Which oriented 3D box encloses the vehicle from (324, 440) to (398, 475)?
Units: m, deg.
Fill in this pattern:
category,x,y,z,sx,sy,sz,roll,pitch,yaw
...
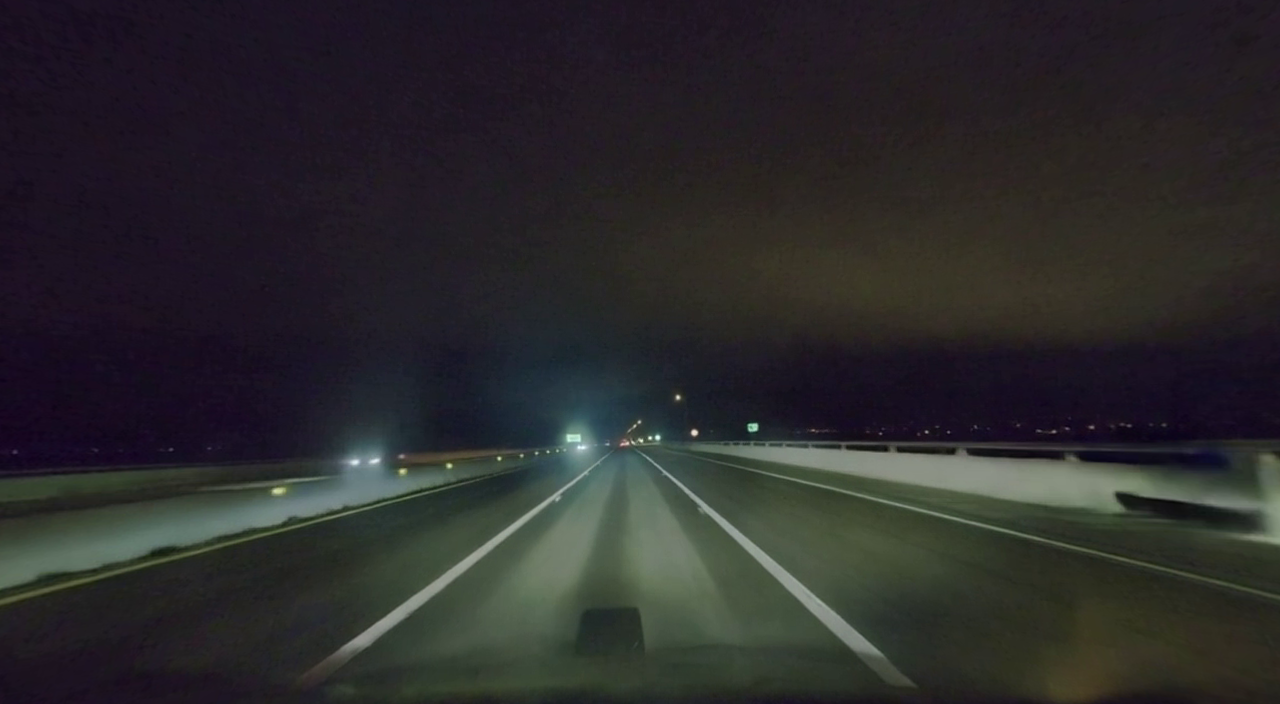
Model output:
category,x,y,z,sx,sy,sz,roll,pitch,yaw
vehicle,-16.254,6.134,36.956,2.071,1.855,4.813,0,-8,1
